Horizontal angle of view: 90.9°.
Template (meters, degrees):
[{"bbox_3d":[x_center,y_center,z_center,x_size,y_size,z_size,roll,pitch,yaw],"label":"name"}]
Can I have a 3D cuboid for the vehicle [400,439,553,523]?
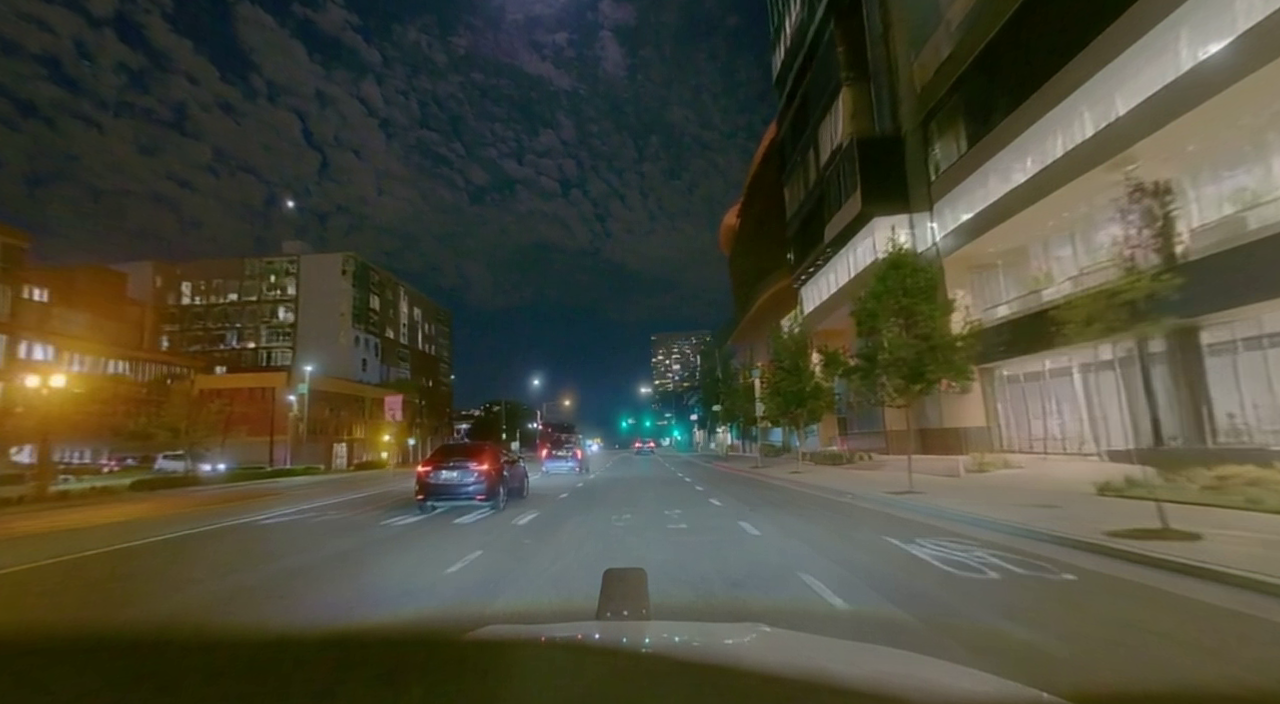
[{"bbox_3d":[-3.102,2.535,12.968,1.959,1.406,4.272,0,-9,1],"label":"vehicle"}]

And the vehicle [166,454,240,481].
[{"bbox_3d":[-28.718,7.556,41.555,1.859,1.614,4.102,0,-9,1],"label":"vehicle"}]

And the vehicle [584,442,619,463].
[{"bbox_3d":[-2.783,7.463,47.091,2.246,1.481,4.146,0,-9,2],"label":"vehicle"}]

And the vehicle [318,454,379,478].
[{"bbox_3d":[-19.693,7.694,42.824,1.878,1.472,4.736,0,-9,1],"label":"vehicle"}]

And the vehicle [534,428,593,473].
[{"bbox_3d":[-3.524,4.686,30.060,2.152,1.987,4.527,0,-9,1],"label":"vehicle"}]

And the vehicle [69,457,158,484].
[{"bbox_3d":[-34.345,7.710,41.283,1.868,1.591,4.503,0,-9,0],"label":"vehicle"}]
